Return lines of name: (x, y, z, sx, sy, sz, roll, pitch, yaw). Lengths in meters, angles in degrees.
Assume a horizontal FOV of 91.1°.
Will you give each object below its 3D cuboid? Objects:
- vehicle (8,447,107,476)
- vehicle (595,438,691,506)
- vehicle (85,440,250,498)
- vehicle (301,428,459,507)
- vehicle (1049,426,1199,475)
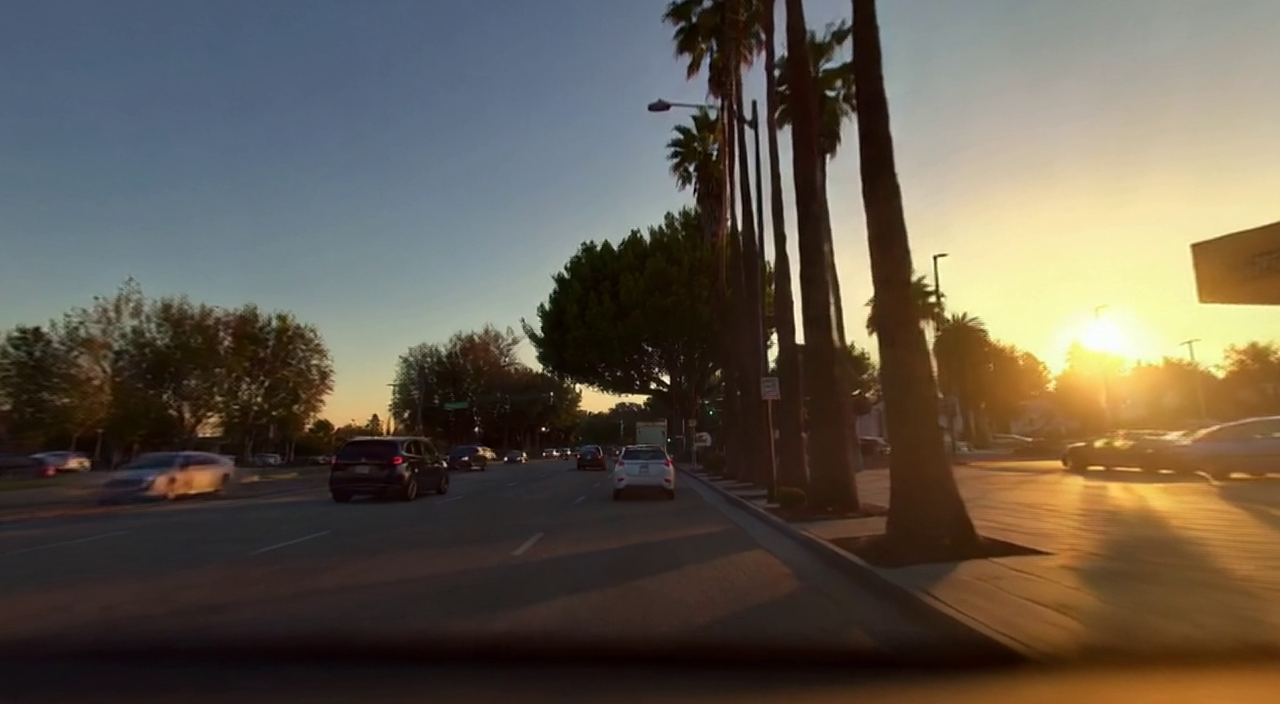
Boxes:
vehicle: (-35.550, 6.688, 38.492, 1.888, 1.650, 4.369, 1, -9, -3)
vehicle: (0.070, 3.025, 16.263, 2.145, 1.483, 4.453, 0, -9, 0)
vehicle: (-16.427, 4.084, 22.250, 2.136, 1.786, 4.798, 1, -9, -2)
vehicle: (-6.308, 2.861, 15.902, 2.057, 1.705, 4.394, 0, -9, 1)
vehicle: (16.709, 3.461, 22.029, 1.902, 1.502, 4.395, 0, -9, 3)
